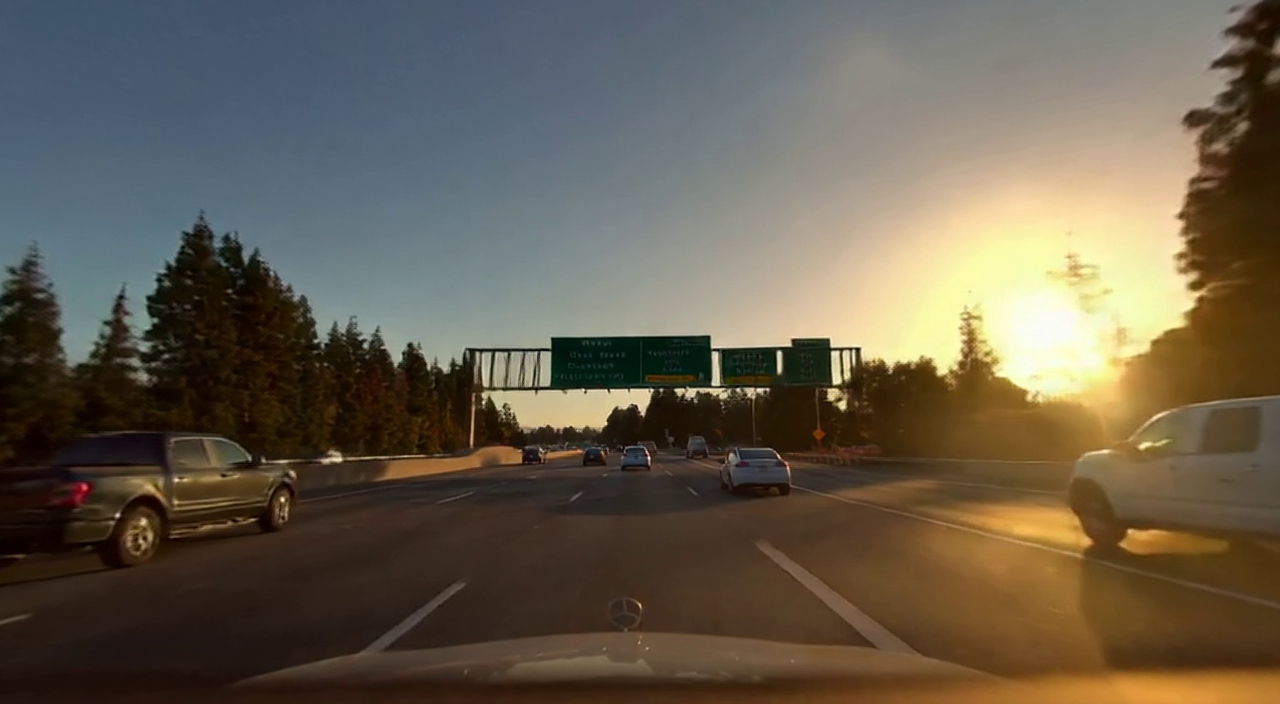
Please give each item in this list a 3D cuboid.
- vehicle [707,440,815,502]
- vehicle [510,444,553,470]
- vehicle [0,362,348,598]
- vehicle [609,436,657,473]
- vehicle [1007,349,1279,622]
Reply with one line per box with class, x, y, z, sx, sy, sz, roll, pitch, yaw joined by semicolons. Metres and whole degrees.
vehicle;3.140;3.177;17.368;2.011;1.462;4.286;0;-8;-1
vehicle;-6.737;6.576;39.825;1.920;1.482;4.385;0;-8;0
vehicle;-6.621;1.536;8.485;2.444;2.012;6.122;0;-8;0
vehicle;-0.359;5.398;33.477;2.323;1.805;4.729;0;-8;0
vehicle;5.868;0.971;4.649;2.635;1.919;5.907;0;-9;-2
